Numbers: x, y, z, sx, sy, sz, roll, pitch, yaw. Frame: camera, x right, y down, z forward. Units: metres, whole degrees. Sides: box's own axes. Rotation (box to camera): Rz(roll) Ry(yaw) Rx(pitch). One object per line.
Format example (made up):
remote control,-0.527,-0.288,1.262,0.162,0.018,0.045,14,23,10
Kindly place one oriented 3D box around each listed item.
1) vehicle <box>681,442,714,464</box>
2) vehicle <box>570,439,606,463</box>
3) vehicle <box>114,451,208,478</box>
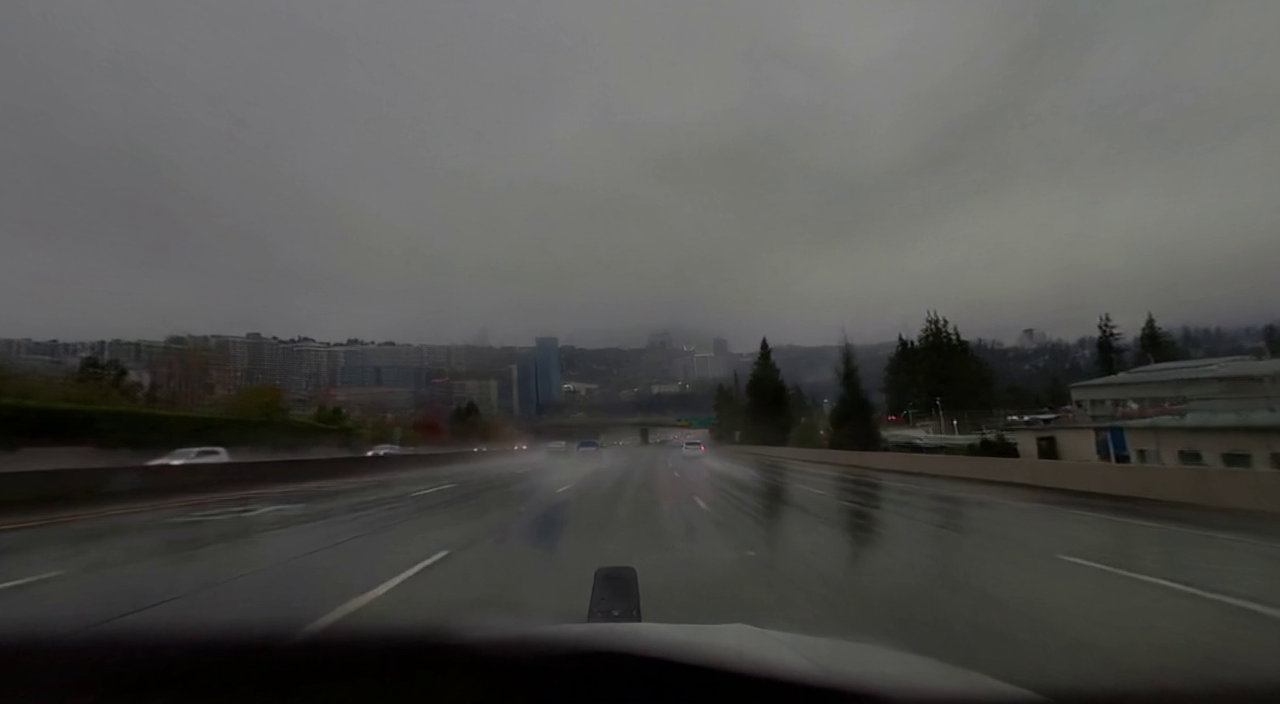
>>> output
vehicle,4.067,7.169,45.107,1.967,1.475,4.080,0,-8,0
vehicle,-3.740,7.243,46.288,2.179,1.693,4.204,0,-8,2
vehicle,-26.977,6.320,35.794,1.772,1.422,4.404,0,-8,1
